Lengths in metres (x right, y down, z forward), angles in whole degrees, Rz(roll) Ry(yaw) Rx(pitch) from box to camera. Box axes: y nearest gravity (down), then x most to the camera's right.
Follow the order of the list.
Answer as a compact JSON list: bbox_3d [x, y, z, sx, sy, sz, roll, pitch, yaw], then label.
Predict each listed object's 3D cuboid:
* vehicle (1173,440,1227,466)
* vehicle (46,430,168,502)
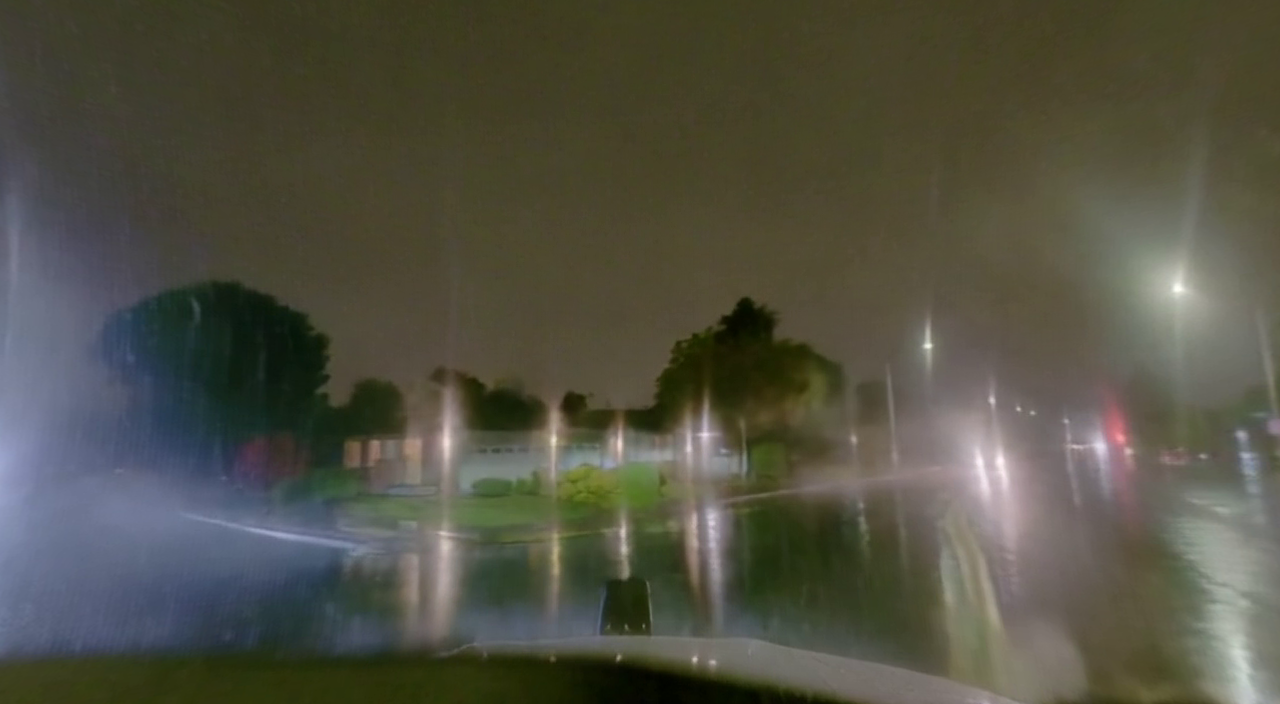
[{"bbox_3d":[34.666,6.246,39.116,1.970,1.530,3.685,-6,-10,34],"label":"vehicle"},{"bbox_3d":[-25.940,5.399,30.603,6.380,3.089,2.718,-6,-10,35],"label":"vehicle"}]
